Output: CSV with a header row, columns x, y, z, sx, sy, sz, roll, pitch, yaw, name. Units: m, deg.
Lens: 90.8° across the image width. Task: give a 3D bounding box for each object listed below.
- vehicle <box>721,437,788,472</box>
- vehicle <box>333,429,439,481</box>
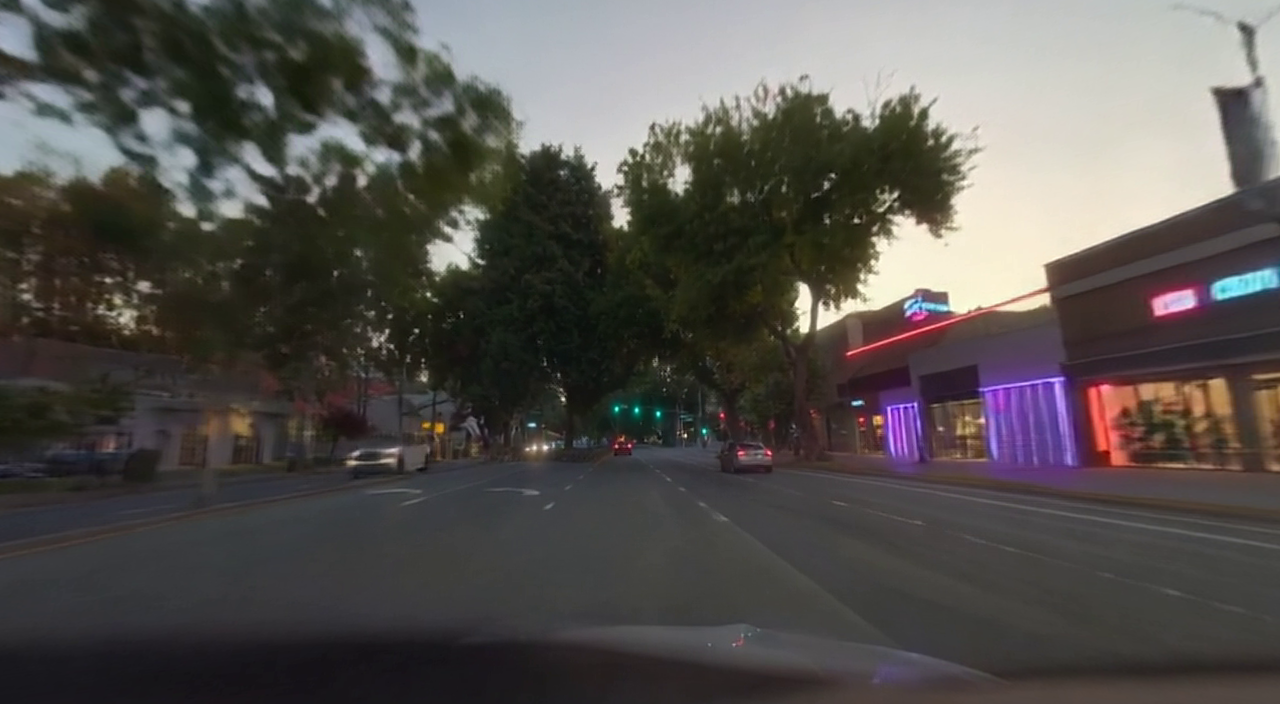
x,y,z,sx,sy,sz,roll,pitch,yaw,name
5.168,4.719,29.231,2.024,1.475,4.600,0,-8,-3,vehicle
-10.847,4.436,27.573,2.290,1.989,5.924,0,-8,-2,vehicle
